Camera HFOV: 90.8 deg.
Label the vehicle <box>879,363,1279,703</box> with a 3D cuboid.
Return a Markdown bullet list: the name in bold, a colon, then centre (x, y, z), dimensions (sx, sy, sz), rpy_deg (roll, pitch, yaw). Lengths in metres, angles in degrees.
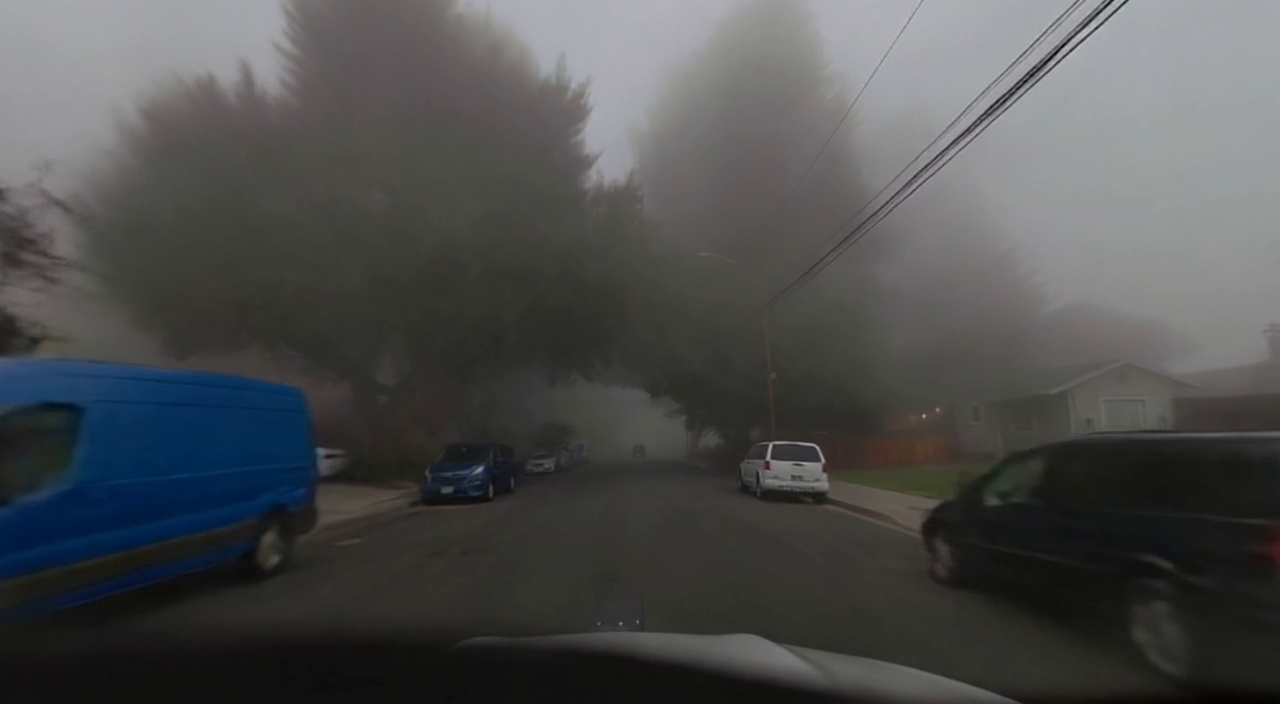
- **vehicle**: centre (4.124, 1.284, 5.004), dimensions (2.152, 1.810, 5.846), rpy_deg (1, -9, 0)

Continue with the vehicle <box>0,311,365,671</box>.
- **vehicle**: centre (-4.622, 1.018, 5.316), dimensions (2.087, 1.993, 5.635), rpy_deg (0, -8, 0)

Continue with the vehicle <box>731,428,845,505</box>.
- **vehicle**: centre (3.935, 3.140, 17.713), dimensions (2.173, 1.806, 4.701), rpy_deg (1, -9, 1)

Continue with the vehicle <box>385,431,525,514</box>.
- **vehicle**: centre (-4.353, 2.903, 15.654), dimensions (2.157, 1.736, 4.104), rpy_deg (-1, -9, 1)
